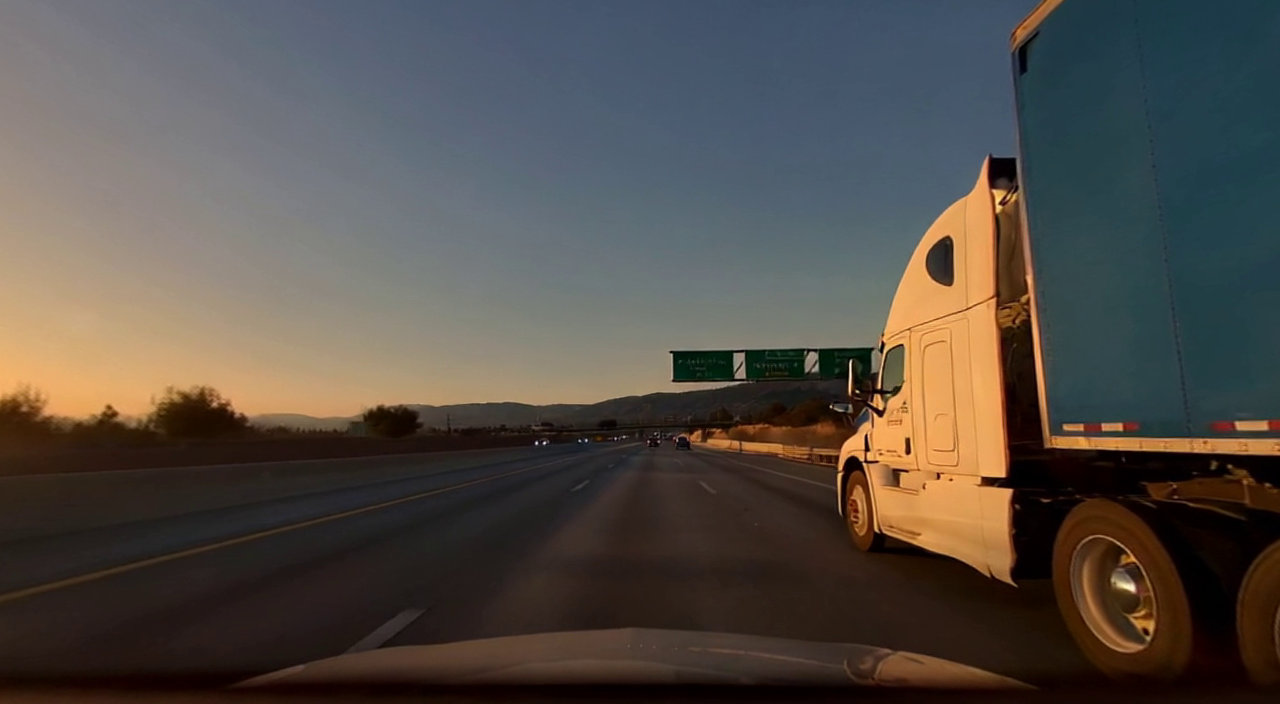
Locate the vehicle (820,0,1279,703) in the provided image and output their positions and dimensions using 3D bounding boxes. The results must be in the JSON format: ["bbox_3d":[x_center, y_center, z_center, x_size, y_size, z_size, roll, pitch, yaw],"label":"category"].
[{"bbox_3d":[3.762,-0.106,3.224,3.012,3.768,8.945,0,-8,0],"label":"vehicle"}]
